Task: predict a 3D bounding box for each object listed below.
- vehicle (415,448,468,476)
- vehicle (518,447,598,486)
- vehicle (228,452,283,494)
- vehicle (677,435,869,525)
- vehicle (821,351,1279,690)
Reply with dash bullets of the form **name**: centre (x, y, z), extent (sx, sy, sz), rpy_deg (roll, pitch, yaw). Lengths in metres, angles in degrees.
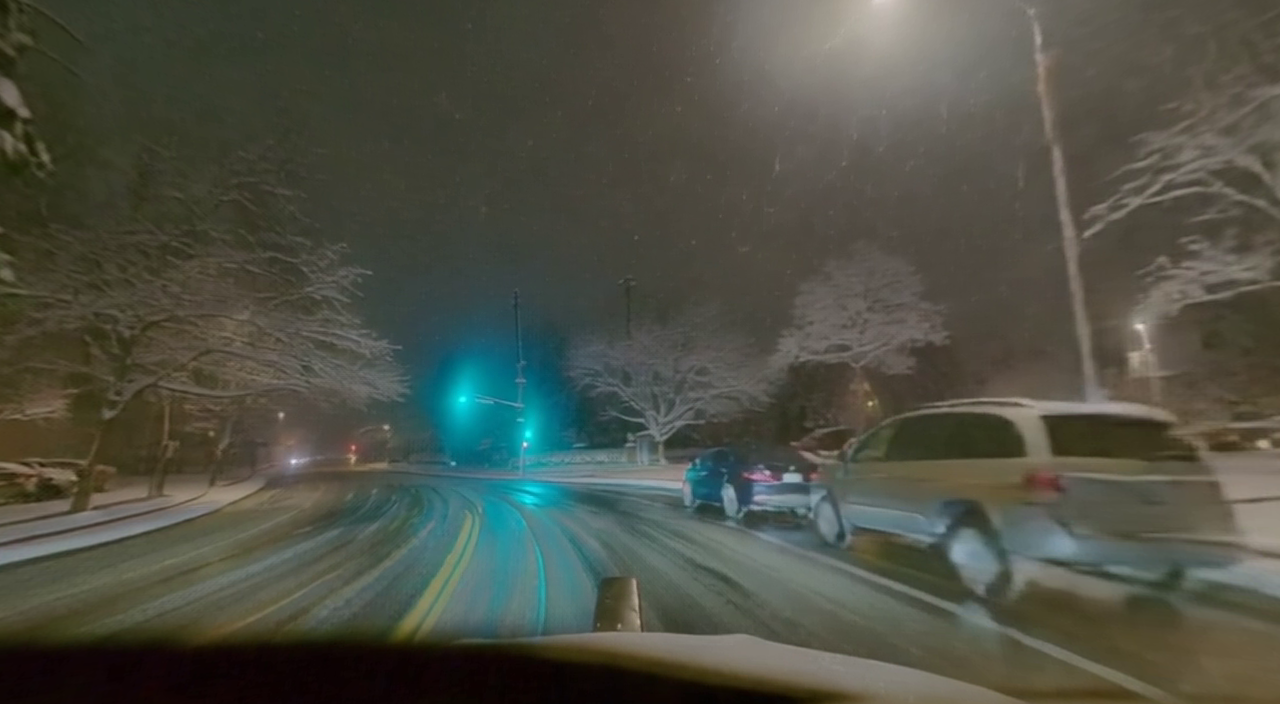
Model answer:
- **vehicle**: centre (-14.443, 7.870, 45.731), extent (2.255, 1.863, 5.629), rpy_deg (5, -10, -31)
- **vehicle**: centre (-3.655, 4.879, 27.433), extent (1.884, 1.508, 4.713), rpy_deg (4, -9, -28)
- **vehicle**: centre (-19.601, 6.092, 32.222), extent (2.171, 1.838, 5.344), rpy_deg (2, -9, -32)
- **vehicle**: centre (2.493, 2.549, 13.304), extent (2.066, 1.509, 4.579), rpy_deg (2, -9, -15)
- **vehicle**: centre (3.795, 1.250, 5.965), extent (2.289, 1.785, 4.944), rpy_deg (1, -8, -6)
